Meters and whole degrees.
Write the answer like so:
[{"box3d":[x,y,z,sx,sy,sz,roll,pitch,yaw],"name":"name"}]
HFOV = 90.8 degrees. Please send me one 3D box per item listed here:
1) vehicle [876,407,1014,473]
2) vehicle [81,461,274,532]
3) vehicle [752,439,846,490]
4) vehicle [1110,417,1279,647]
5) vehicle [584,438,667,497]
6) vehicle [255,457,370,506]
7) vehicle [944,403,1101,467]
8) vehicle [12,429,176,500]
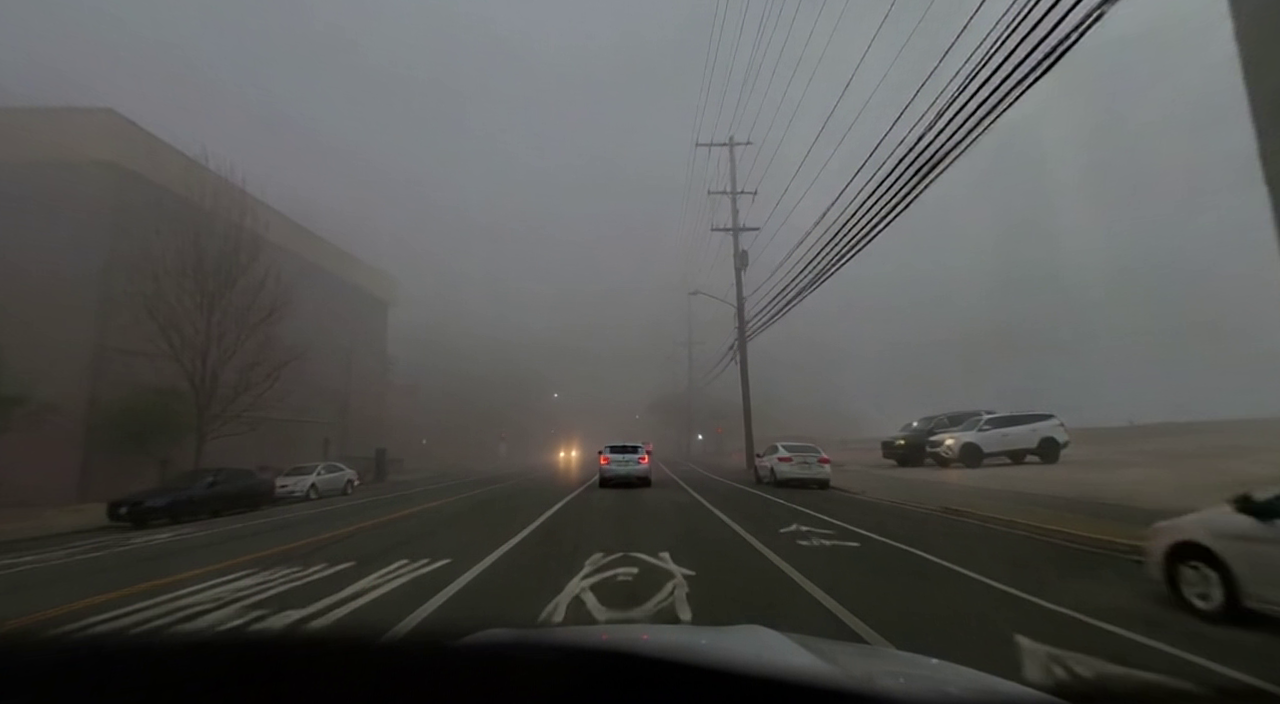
[{"box3d":[11.205,3.323,23.890,2.329,2.145,5.841,0,-8,1],"name":"vehicle"},{"box3d":[-11.706,3.630,16.458,1.828,1.457,4.371,0,-8,-2],"name":"vehicle"},{"box3d":[5.207,3.735,21.352,1.937,1.523,4.541,0,-8,-1],"name":"vehicle"},{"box3d":[5.100,1.004,3.076,1.987,1.459,4.677,0,-8,0],"name":"vehicle"},{"box3d":[-0.391,3.265,18.280,2.116,1.479,3.980,0,-8,-1],"name":"vehicle"},{"box3d":[-11.525,4.545,22.617,1.817,1.480,4.282,0,-8,0],"name":"vehicle"},{"box3d":[14.193,3.174,24.004,2.418,2.139,5.365,0,-8,-2],"name":"vehicle"},{"box3d":[-29.639,6.111,34.839,2.665,3.441,7.025,-1,-9,0],"name":"vehicle"}]
